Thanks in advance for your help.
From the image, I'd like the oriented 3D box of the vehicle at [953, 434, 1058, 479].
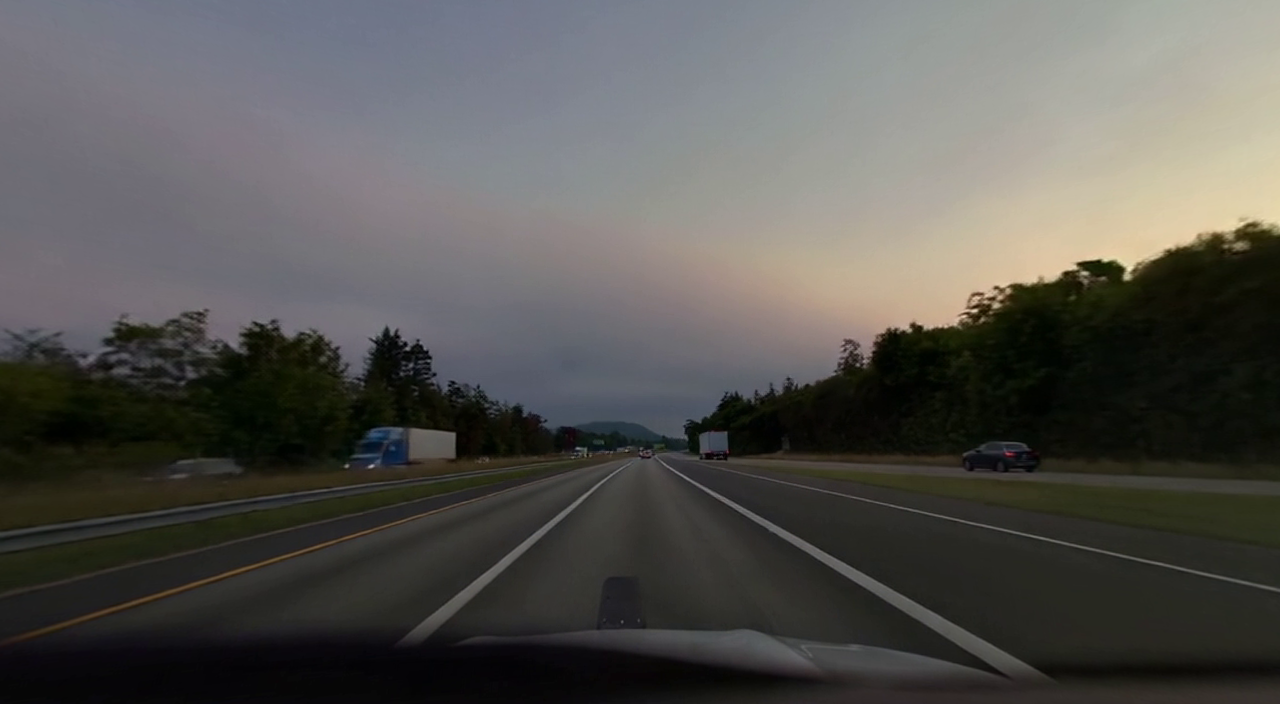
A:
[{"bbox_3d":[16.053,4.618,27.899,2.038,1.823,3.744,1,-9,-7],"label":"vehicle"}]
